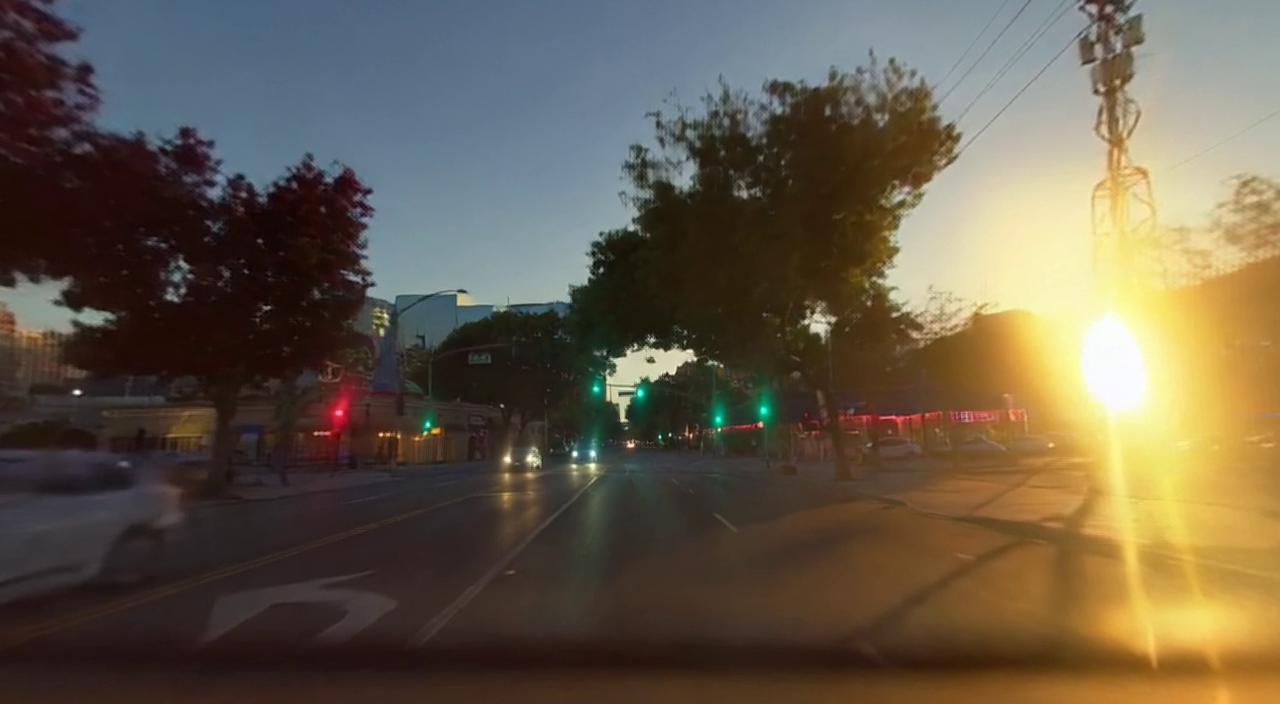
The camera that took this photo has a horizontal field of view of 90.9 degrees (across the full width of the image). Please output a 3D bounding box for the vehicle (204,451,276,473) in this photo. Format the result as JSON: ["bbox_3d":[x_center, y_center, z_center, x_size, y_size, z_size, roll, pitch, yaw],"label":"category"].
[{"bbox_3d":[-28.014,7.696,44.267,3.760,1.480,1.795,1,-9,-7],"label":"vehicle"}]

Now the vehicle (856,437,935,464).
[{"bbox_3d":[16.699,6.469,41.381,4.299,1.679,2.011,0,-9,0],"label":"vehicle"}]

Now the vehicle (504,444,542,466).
[{"bbox_3d":[-8.522,7.529,46.275,1.978,1.561,3.907,0,-9,1],"label":"vehicle"}]

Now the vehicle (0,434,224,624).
[{"bbox_3d":[-6.138,1.469,5.403,2.097,1.495,4.489,0,-9,-1],"label":"vehicle"}]
